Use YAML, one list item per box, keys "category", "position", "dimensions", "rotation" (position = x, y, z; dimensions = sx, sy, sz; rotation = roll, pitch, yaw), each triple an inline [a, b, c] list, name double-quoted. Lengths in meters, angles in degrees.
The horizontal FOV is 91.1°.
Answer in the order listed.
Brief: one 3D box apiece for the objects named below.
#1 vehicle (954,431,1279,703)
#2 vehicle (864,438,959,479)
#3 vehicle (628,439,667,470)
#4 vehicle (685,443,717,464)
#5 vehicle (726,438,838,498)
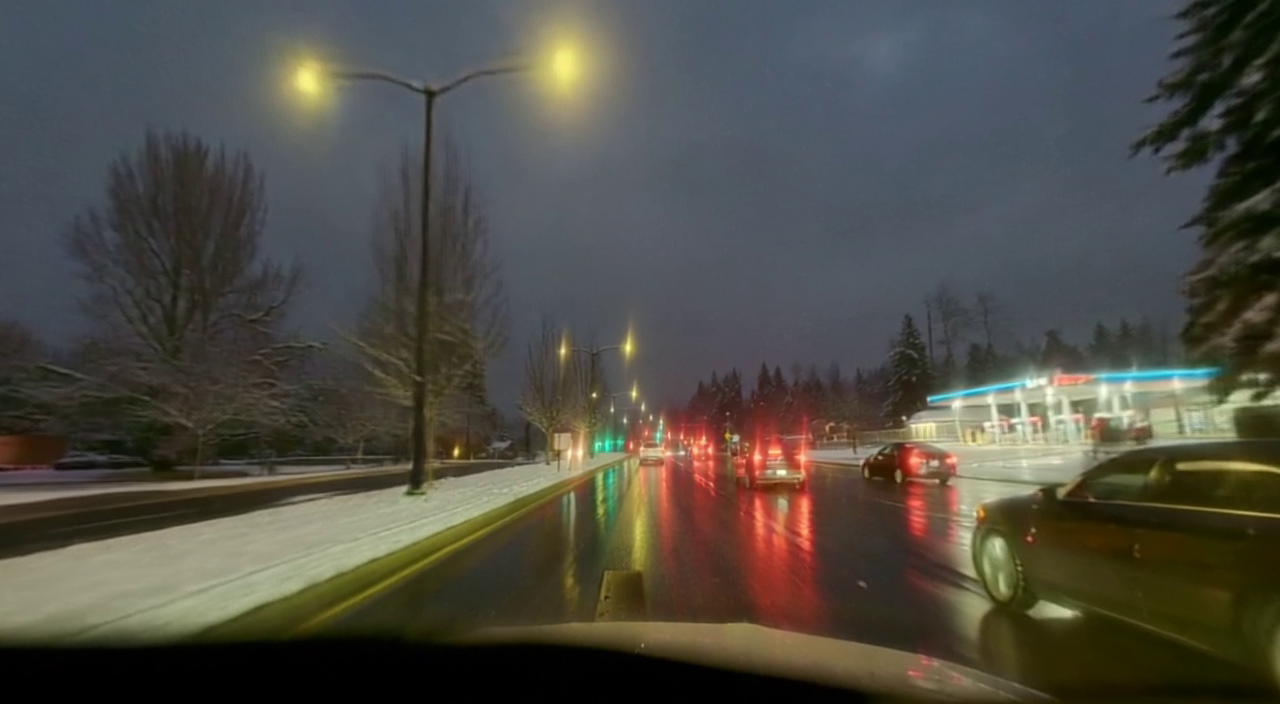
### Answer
- category: "vehicle"
  position: [3.875, 1.161, 3.467]
  dimensions: [1.944, 1.404, 4.597]
  rotation: [0, -9, 1]
- category: "vehicle"
  position: [10.731, 4.244, 25.166]
  dimensions: [1.906, 1.488, 4.251]
  rotation: [0, -9, 0]
- category: "vehicle"
  position: [0.429, 6.091, 37.515]
  dimensions: [2.172, 1.694, 4.055]
  rotation: [0, -9, 0]
- category: "vehicle"
  position: [4.589, 7.703, 47.821]
  dimensions: [1.980, 1.515, 4.362]
  rotation: [0, -9, 0]
- category: "vehicle"
  position: [3.913, 3.297, 18.273]
  dimensions: [2.119, 1.509, 4.756]
  rotation: [0, -9, 0]
